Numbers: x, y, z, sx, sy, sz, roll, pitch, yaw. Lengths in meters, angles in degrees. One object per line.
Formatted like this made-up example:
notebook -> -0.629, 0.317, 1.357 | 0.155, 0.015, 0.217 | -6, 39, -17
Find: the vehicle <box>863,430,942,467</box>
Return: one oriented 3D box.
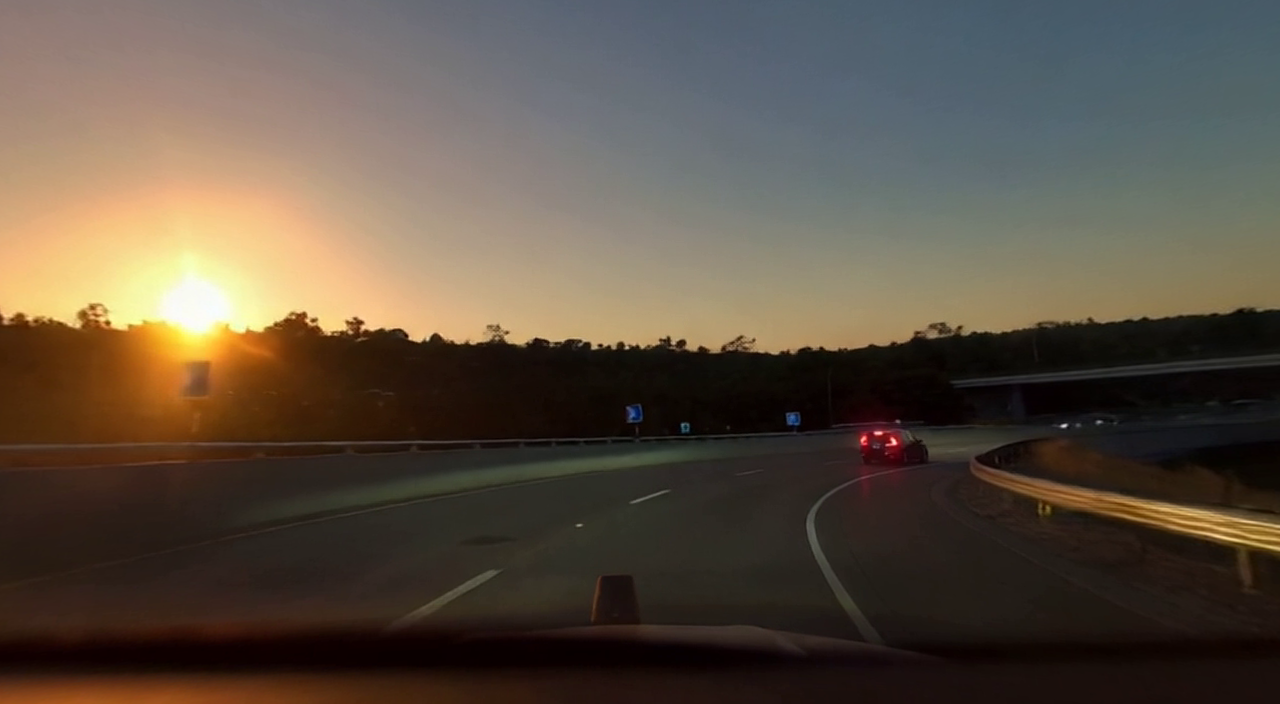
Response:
vehicle -> 11.748, 4.260, 28.039 | 2.028, 1.440, 3.970 | -3, -8, 41
